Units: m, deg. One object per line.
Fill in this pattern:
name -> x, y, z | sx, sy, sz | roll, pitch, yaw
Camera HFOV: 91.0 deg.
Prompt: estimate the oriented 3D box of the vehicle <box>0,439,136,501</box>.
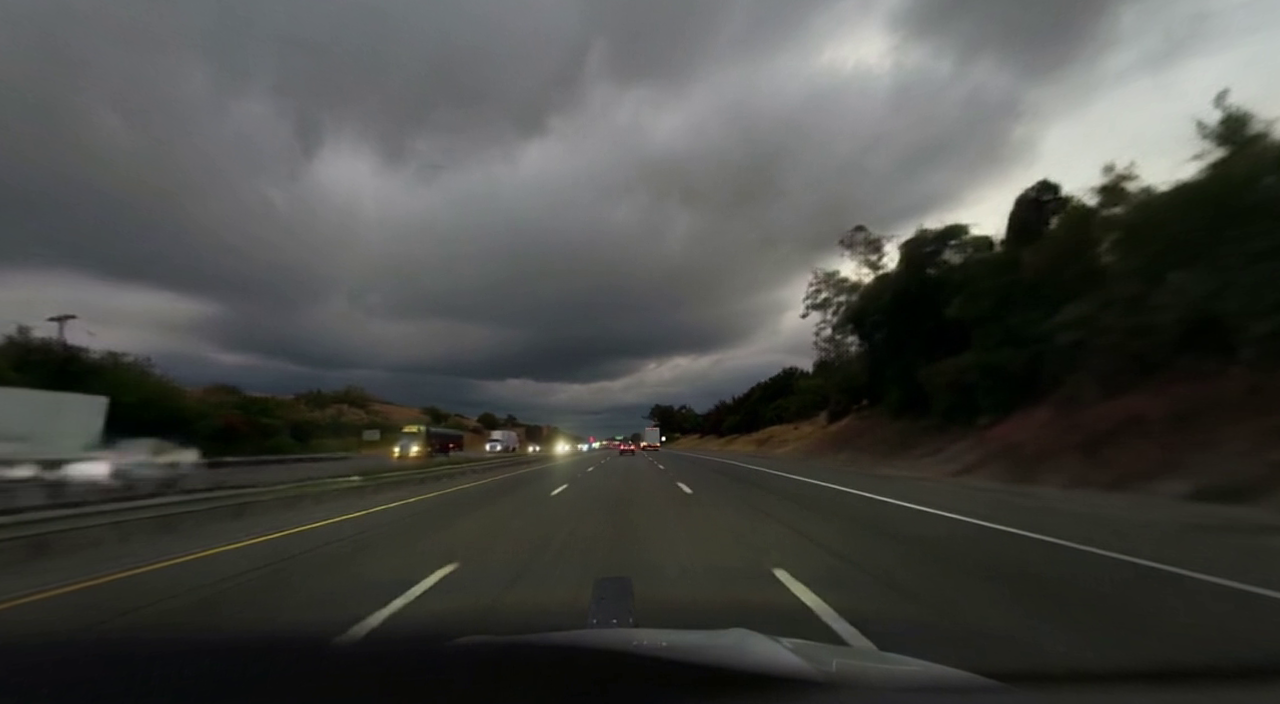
vehicle -> -19.795, 3.794, 20.743 | 2.119, 1.796, 5.109 | 0, -8, -1
